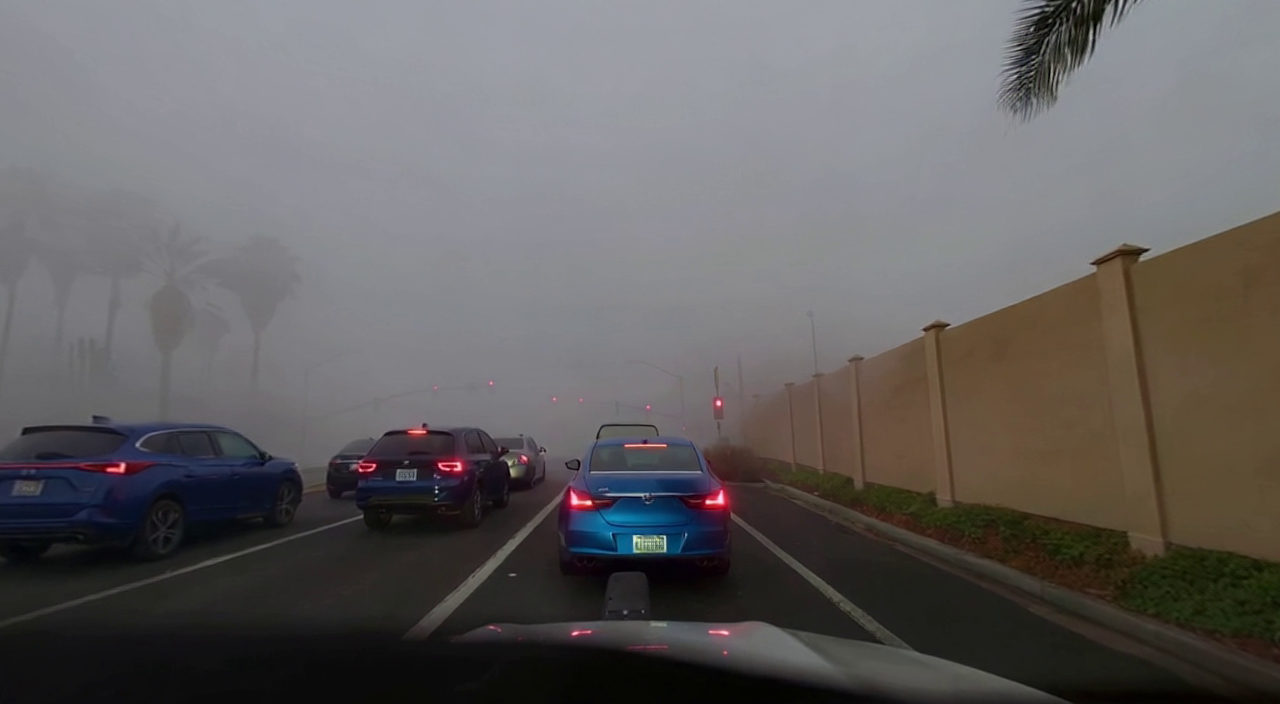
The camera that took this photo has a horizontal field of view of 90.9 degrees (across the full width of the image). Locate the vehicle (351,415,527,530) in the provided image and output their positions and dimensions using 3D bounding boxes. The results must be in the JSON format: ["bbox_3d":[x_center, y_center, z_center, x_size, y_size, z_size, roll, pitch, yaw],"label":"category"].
[{"bbox_3d":[-3.469,2.165,11.850,2.007,1.746,4.136,0,-8,-1],"label":"vehicle"}]

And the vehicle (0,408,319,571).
[{"bbox_3d":[-6.679,1.788,8.974,1.963,1.721,4.467,0,-8,-2],"label":"vehicle"}]

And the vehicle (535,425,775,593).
[{"bbox_3d":[0.063,1.718,7.816,2.128,1.473,4.272,0,-8,-2],"label":"vehicle"}]
